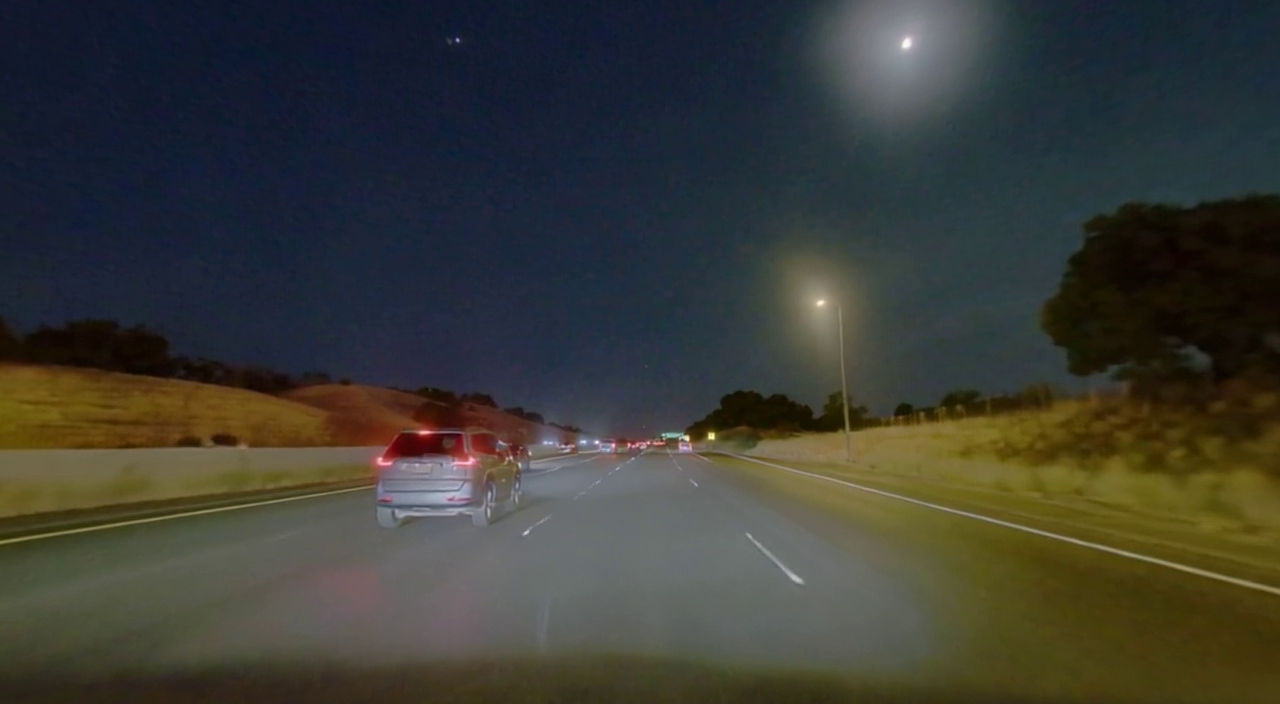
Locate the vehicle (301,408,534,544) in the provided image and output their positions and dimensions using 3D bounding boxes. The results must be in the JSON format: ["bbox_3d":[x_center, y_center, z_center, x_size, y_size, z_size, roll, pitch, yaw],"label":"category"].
[{"bbox_3d":[-3.492,2.082,11.182,2.218,1.848,4.789,0,-9,2],"label":"vehicle"}]

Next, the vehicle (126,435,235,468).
[{"bbox_3d":[-24.309,5.307,33.686,1.997,1.589,4.951,0,-9,1],"label":"vehicle"}]
